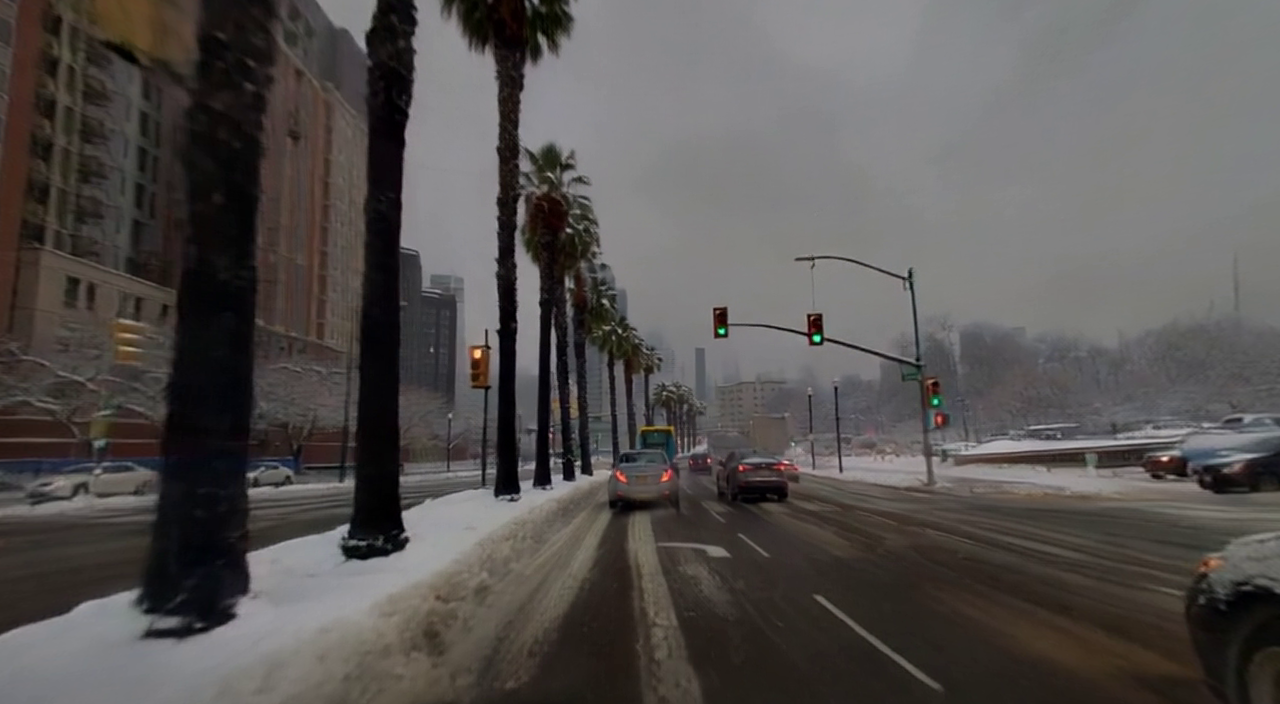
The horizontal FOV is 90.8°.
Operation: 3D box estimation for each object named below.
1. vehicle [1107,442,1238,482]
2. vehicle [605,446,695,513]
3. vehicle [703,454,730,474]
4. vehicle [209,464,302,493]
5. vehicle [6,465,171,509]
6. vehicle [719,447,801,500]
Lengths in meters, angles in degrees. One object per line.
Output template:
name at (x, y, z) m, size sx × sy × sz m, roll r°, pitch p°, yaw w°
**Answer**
vehicle at (21.541, 4.488, 25.866) m, size 1.852 × 1.455 × 4.673 m, roll -2°, pitch -9°, yaw 9°
vehicle at (0.276, 3.218, 16.302) m, size 2.048 × 1.503 × 3.681 m, roll -1°, pitch -9°, yaw 1°
vehicle at (6.048, 8.788, 49.560) m, size 2.013 × 1.465 × 3.800 m, roll -2°, pitch -9°, yaw 8°
vehicle at (-22.100, 7.268, 36.531) m, size 1.809 × 1.472 × 4.601 m, roll -3°, pitch -10°, yaw 13°
vehicle at (-21.580, 5.265, 25.048) m, size 1.844 × 1.478 × 4.618 m, roll -2°, pitch -10°, yaw 13°
vehicle at (3.690, 3.807, 20.069) m, size 1.909 × 1.500 × 3.524 m, roll 0°, pitch -9°, yaw 0°
